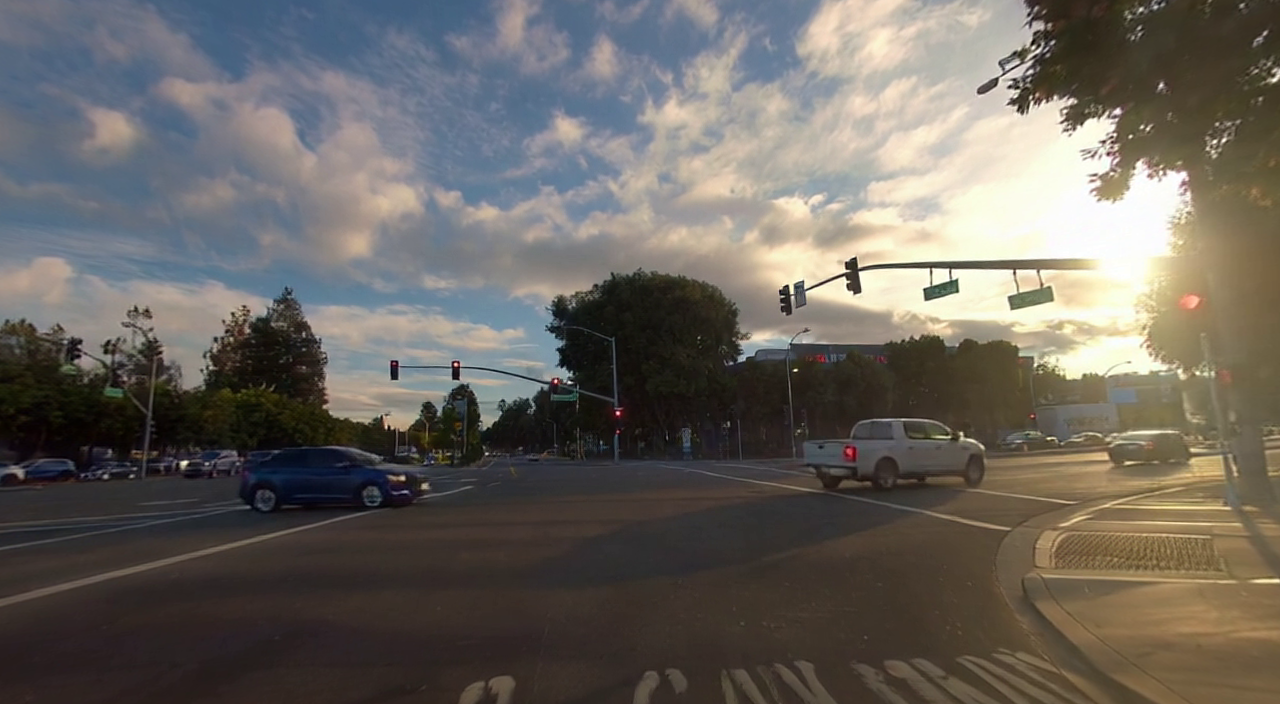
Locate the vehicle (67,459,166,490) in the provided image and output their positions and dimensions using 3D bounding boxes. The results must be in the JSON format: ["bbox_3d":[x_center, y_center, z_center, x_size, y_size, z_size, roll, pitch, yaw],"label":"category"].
[{"bbox_3d":[-28.406,6.626,34.499,1.965,1.448,4.553,1,-9,-9],"label":"vehicle"}]

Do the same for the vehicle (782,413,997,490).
[{"bbox_3d":[7.262,2.856,18.335,5.896,1.937,2.358,4,-10,-26],"label":"vehicle"}]

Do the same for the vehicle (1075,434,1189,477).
[{"bbox_3d":[18.564,3.857,23.762,4.728,1.471,1.957,6,-10,-35],"label":"vehicle"}]

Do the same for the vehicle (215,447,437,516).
[{"bbox_3d":[-7.555,3.052,15.283,4.702,1.468,1.999,-3,-9,19],"label":"vehicle"}]

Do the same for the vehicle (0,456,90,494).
[{"bbox_3d":[-31.195,6.265,32.457,2.142,1.723,4.692,1,-9,-9],"label":"vehicle"}]

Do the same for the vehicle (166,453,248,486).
[{"bbox_3d":[-24.979,6.755,36.641,2.081,1.670,4.376,1,-9,-8],"label":"vehicle"}]
